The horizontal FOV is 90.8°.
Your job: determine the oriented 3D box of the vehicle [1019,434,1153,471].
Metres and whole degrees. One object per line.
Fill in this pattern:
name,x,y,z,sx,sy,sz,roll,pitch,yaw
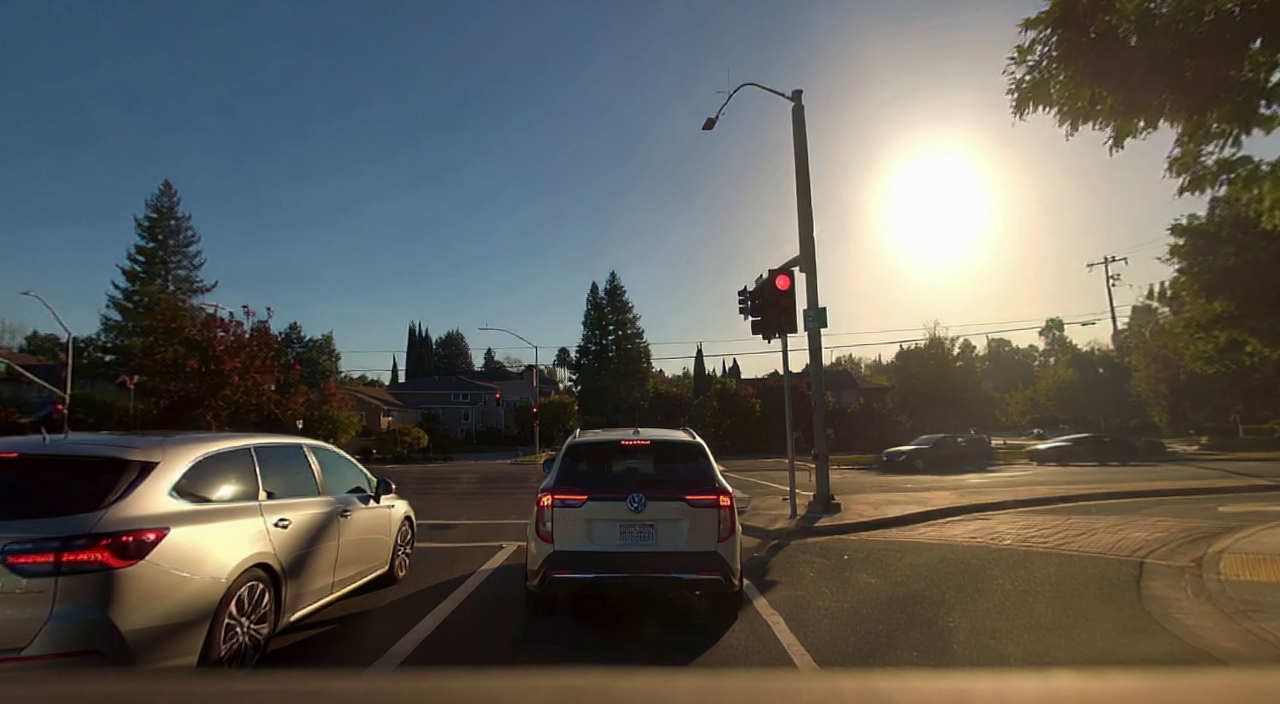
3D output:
vehicle,20.621,4.650,29.399,4.639,1.621,1.867,-1,-9,6

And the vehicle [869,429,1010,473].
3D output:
vehicle,12.562,4.197,26.809,4.887,1.769,2.035,-1,-9,5

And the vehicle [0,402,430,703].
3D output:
vehicle,-3.301,1.272,4.730,2.035,1.492,4.415,0,-9,-2

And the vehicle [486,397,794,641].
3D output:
vehicle,-0.141,1.470,6.567,2.154,1.670,4.140,1,-9,-4
